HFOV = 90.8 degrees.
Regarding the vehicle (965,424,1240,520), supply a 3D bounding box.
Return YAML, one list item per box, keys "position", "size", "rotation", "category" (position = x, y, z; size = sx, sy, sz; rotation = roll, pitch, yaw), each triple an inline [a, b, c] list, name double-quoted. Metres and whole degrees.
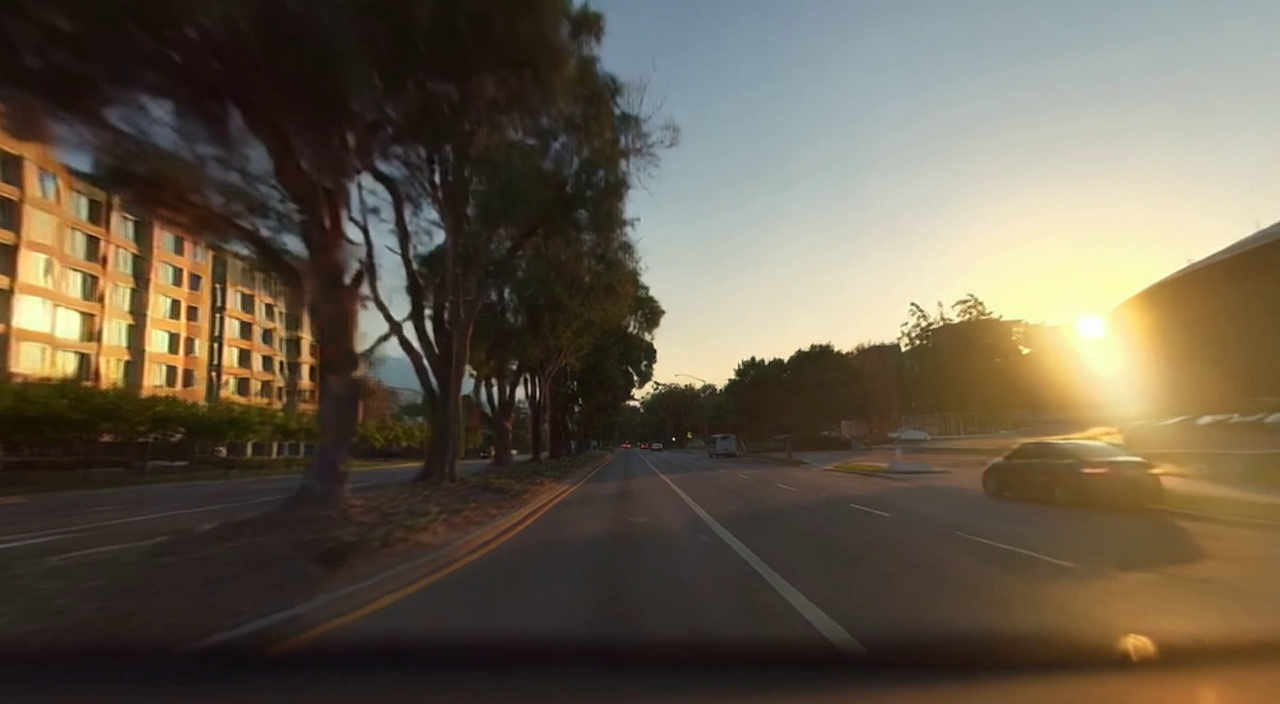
- position: [9.782, 2.571, 14.105]
  size: [2.065, 1.732, 5.036]
  rotation: [1, -9, -4]
  category: "vehicle"
